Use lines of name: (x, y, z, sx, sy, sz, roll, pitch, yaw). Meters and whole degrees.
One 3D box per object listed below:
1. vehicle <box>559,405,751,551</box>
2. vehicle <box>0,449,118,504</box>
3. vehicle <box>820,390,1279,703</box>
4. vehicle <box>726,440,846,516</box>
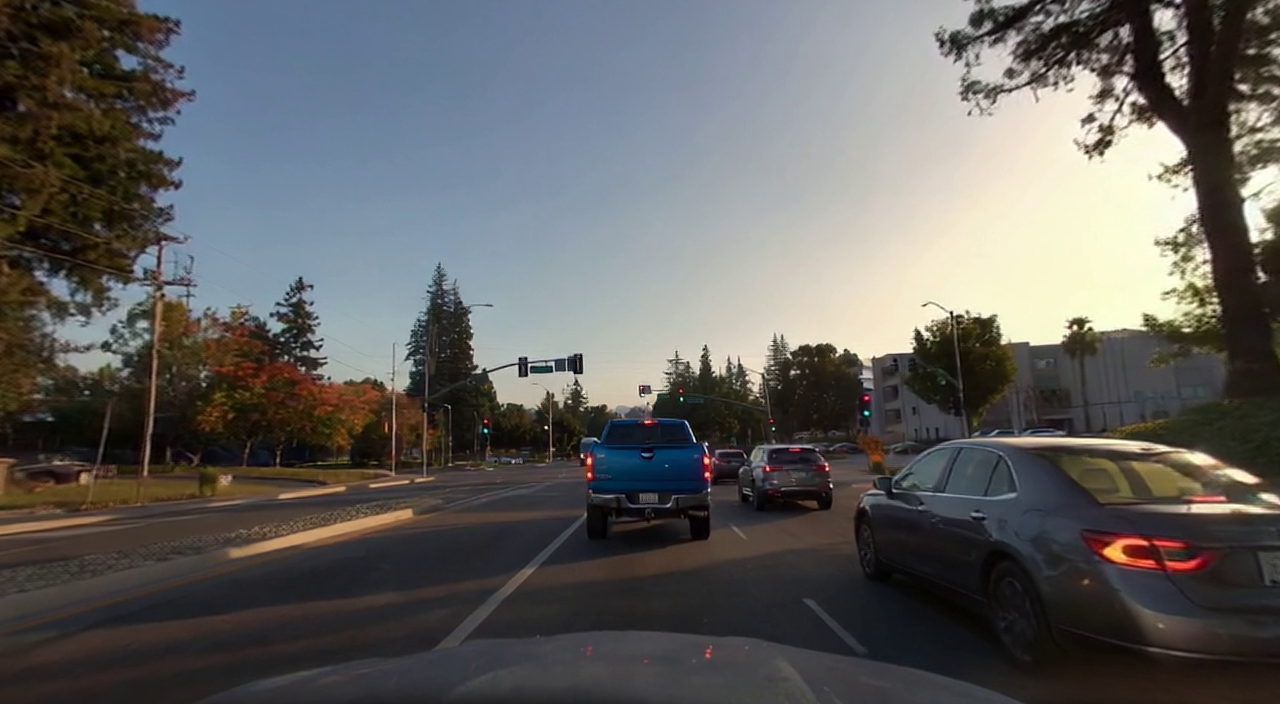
vehicle: (0.217, 2.153, 11.519, 2.636, 2.011, 5.425, 0, -8, 0)
vehicle: (-21.733, 4.384, 22.703, 2.062, 1.764, 4.508, 0, -8, -2)
vehicle: (3.318, 1.367, 5.106, 2.155, 1.667, 5.162, 0, -8, 0)
vehicle: (3.474, 3.070, 15.932, 1.957, 1.646, 4.355, 0, -8, 0)
